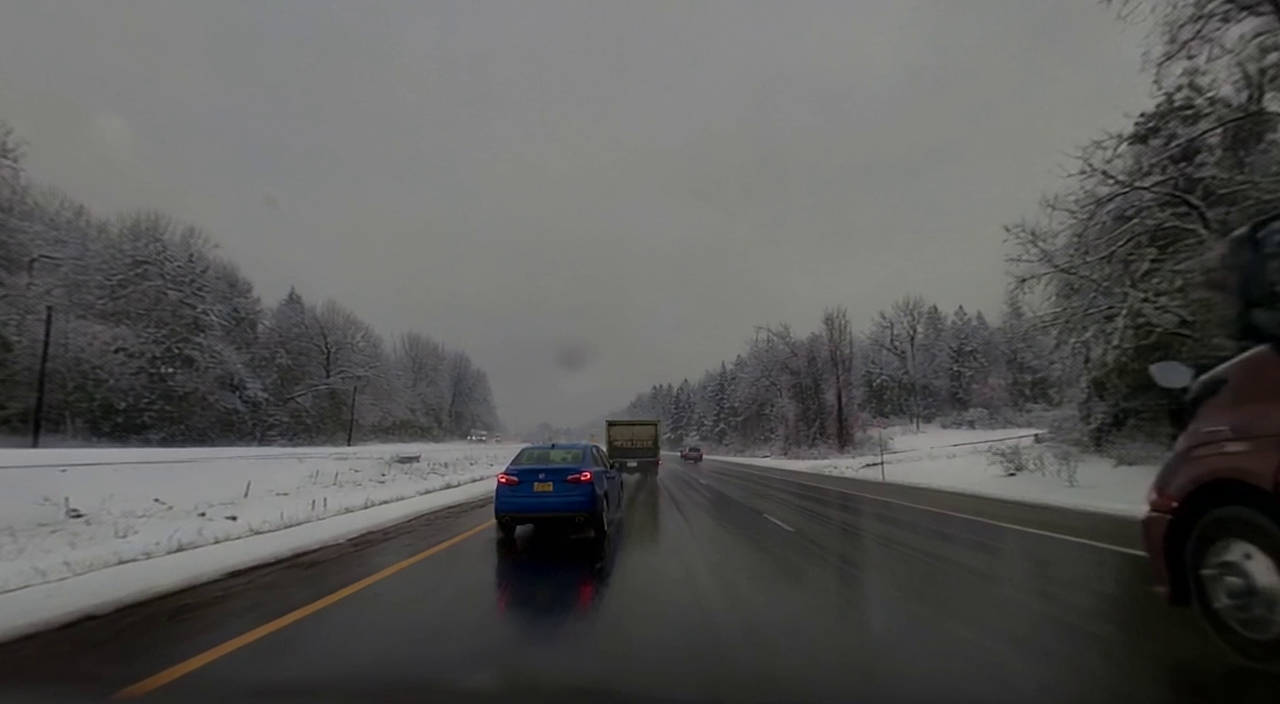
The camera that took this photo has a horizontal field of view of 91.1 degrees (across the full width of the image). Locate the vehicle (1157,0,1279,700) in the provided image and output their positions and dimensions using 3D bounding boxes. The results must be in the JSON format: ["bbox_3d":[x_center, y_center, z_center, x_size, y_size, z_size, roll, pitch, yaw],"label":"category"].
[{"bbox_3d":[4.909,-0.628,0.886,2.982,4.187,6.008,0,-9,1],"label":"vehicle"}]

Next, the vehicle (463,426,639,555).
[{"bbox_3d":[-1.118,2.025,9.792,2.038,1.582,3.729,-1,-9,2],"label":"vehicle"}]
